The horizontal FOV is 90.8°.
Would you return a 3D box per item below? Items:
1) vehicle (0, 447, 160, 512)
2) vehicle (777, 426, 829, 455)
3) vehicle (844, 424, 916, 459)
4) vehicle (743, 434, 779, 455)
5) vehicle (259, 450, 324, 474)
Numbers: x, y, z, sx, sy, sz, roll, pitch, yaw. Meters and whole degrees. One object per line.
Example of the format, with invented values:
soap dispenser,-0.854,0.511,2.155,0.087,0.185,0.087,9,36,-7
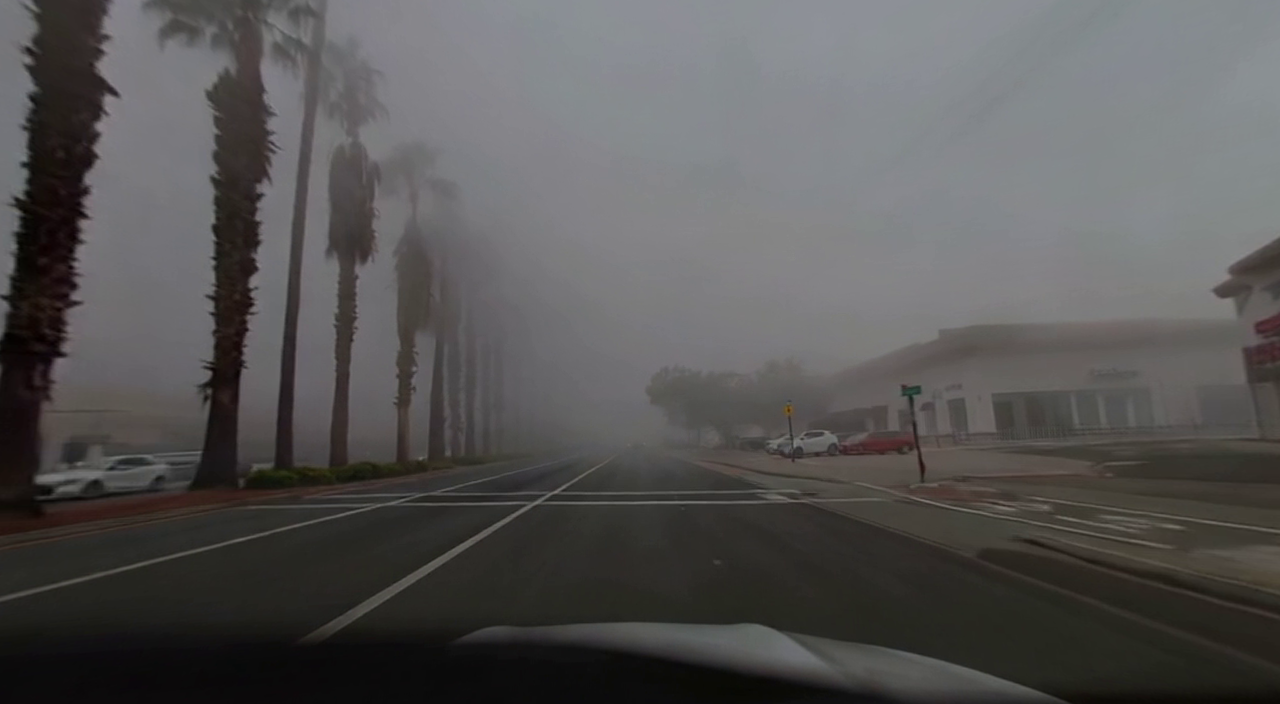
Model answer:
vehicle,-16.540,3.584,18.153,1.876,1.460,4.483,-4,-7,2
vehicle,11.830,6.513,46.337,2.332,1.937,5.400,0,-9,-1
vehicle,12.534,4.728,33.309,1.909,1.686,4.670,0,-9,0
vehicle,8.978,6.920,47.166,2.007,1.525,4.492,-1,-9,3
vehicle,-23.420,7.395,42.633,1.880,1.480,4.451,0,-9,-1
